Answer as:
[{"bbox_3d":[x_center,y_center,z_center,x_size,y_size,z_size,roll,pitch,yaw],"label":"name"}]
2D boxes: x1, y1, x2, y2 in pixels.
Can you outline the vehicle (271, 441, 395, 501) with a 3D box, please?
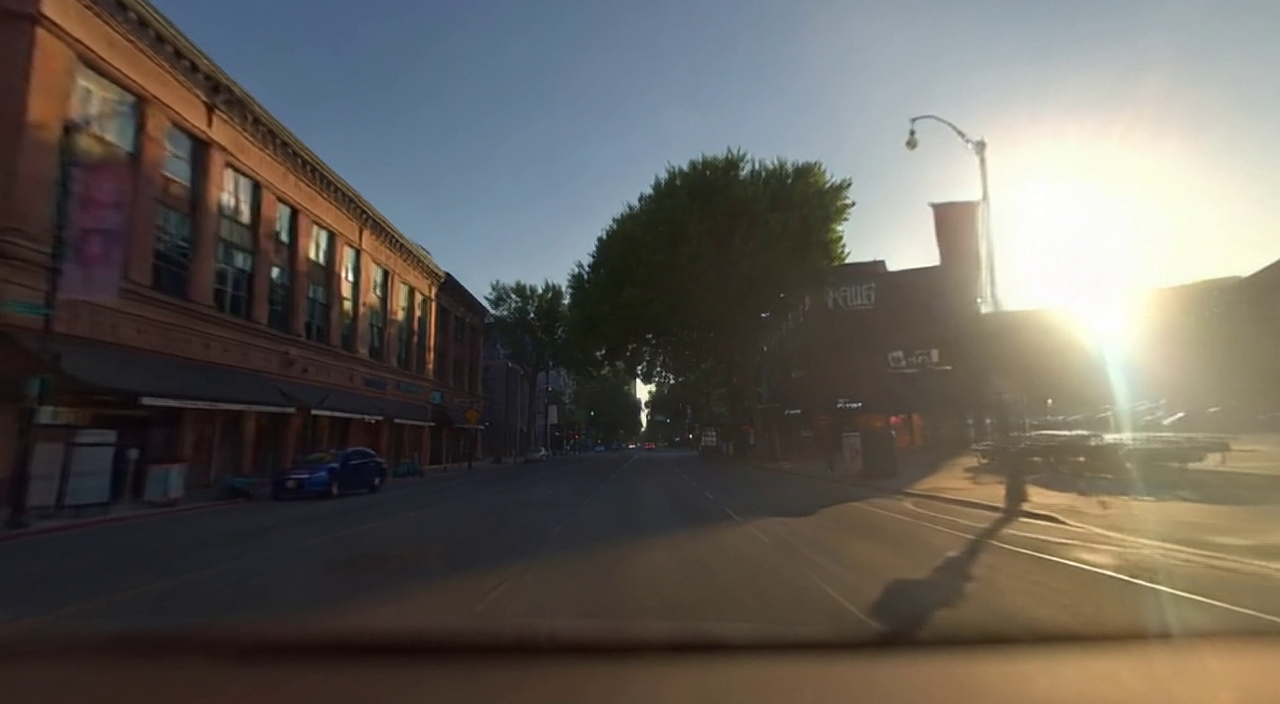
[{"bbox_3d":[-10.740,4.142,22.522,2.060,1.796,4.675,-2,-7,0],"label":"vehicle"}]
